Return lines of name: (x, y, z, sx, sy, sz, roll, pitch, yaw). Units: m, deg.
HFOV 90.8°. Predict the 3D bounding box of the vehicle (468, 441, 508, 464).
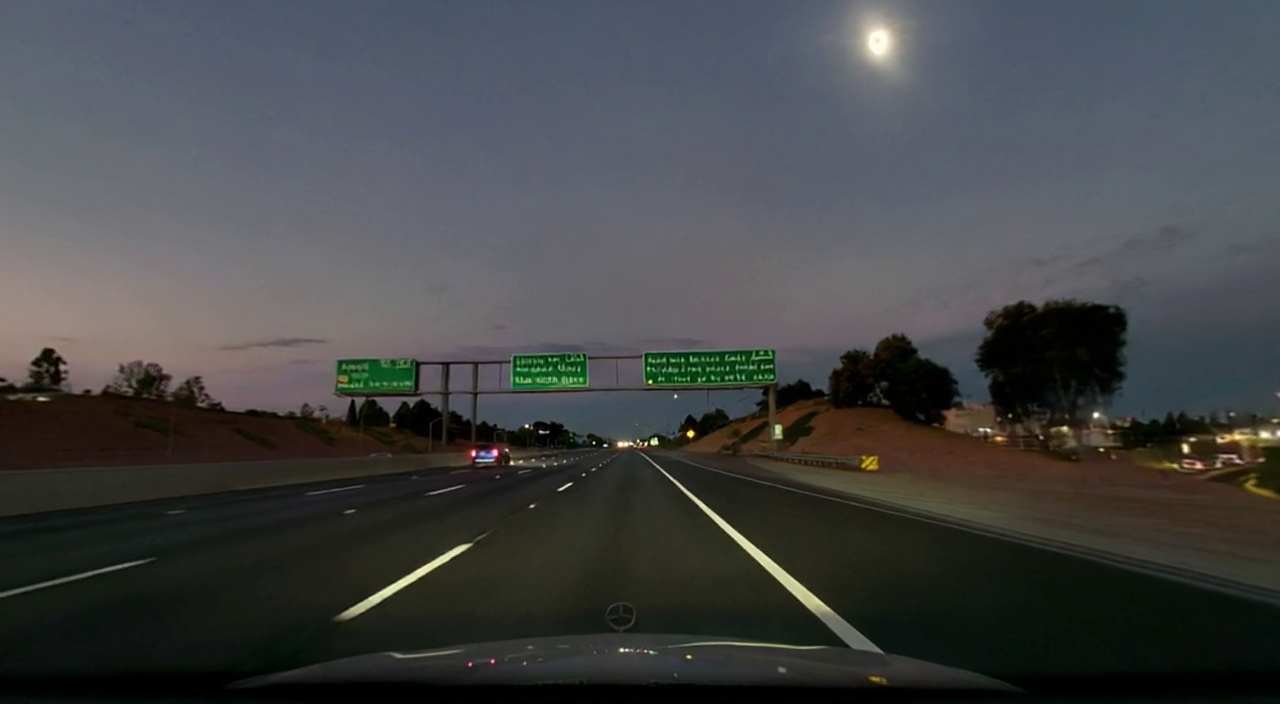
vehicle: (-11.952, 7.925, 49.903, 2.016, 1.754, 4.543, 0, -8, 0)
